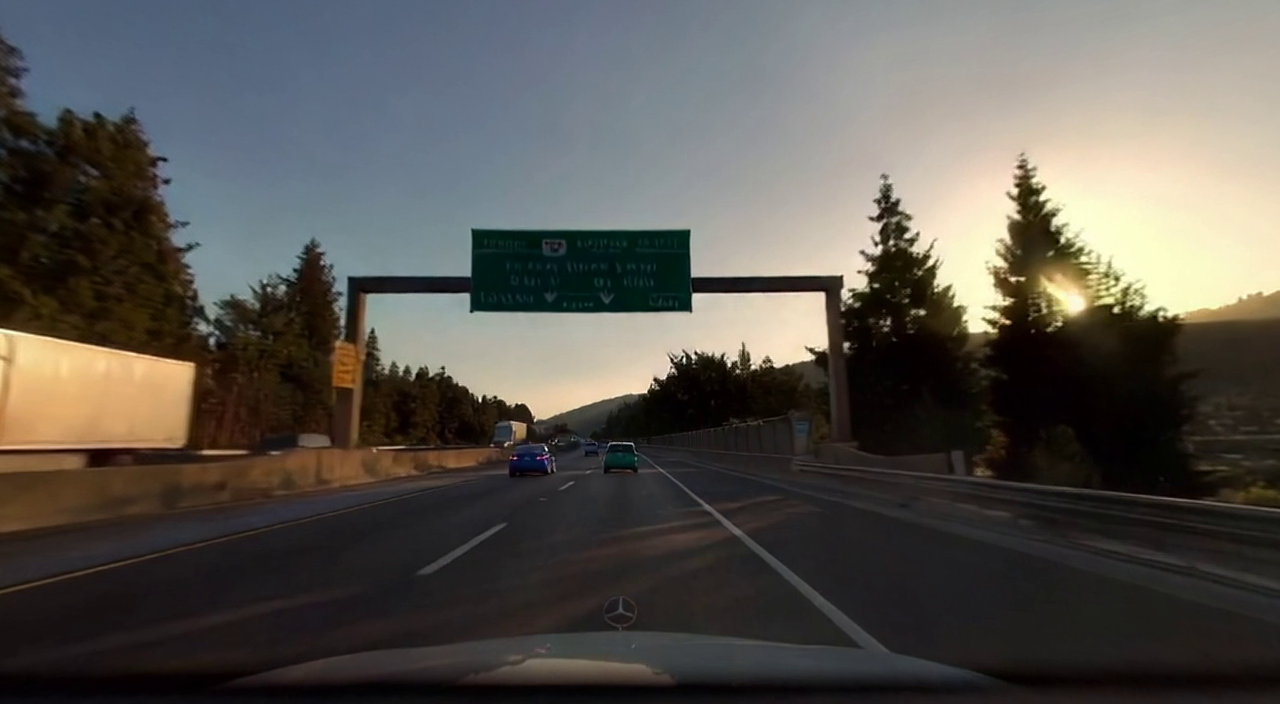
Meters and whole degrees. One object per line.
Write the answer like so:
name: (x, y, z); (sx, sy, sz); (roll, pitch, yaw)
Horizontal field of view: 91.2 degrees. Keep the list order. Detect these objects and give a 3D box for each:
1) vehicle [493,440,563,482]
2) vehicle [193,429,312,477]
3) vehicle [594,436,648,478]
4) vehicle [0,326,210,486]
vehicle: (-4.647, 4.597, 26.655); (2.103, 1.588, 4.709); (-1, -9, 0)
vehicle: (-14.104, 3.710, 23.117); (1.866, 1.584, 3.939); (-1, -9, -1)
vehicle: (-0.848, 4.715, 28.223); (2.220, 1.711, 4.056); (0, -9, -1)
vehicle: (-17.830, 1.504, 16.750); (2.895, 4.041, 14.097); (0, -9, -1)
